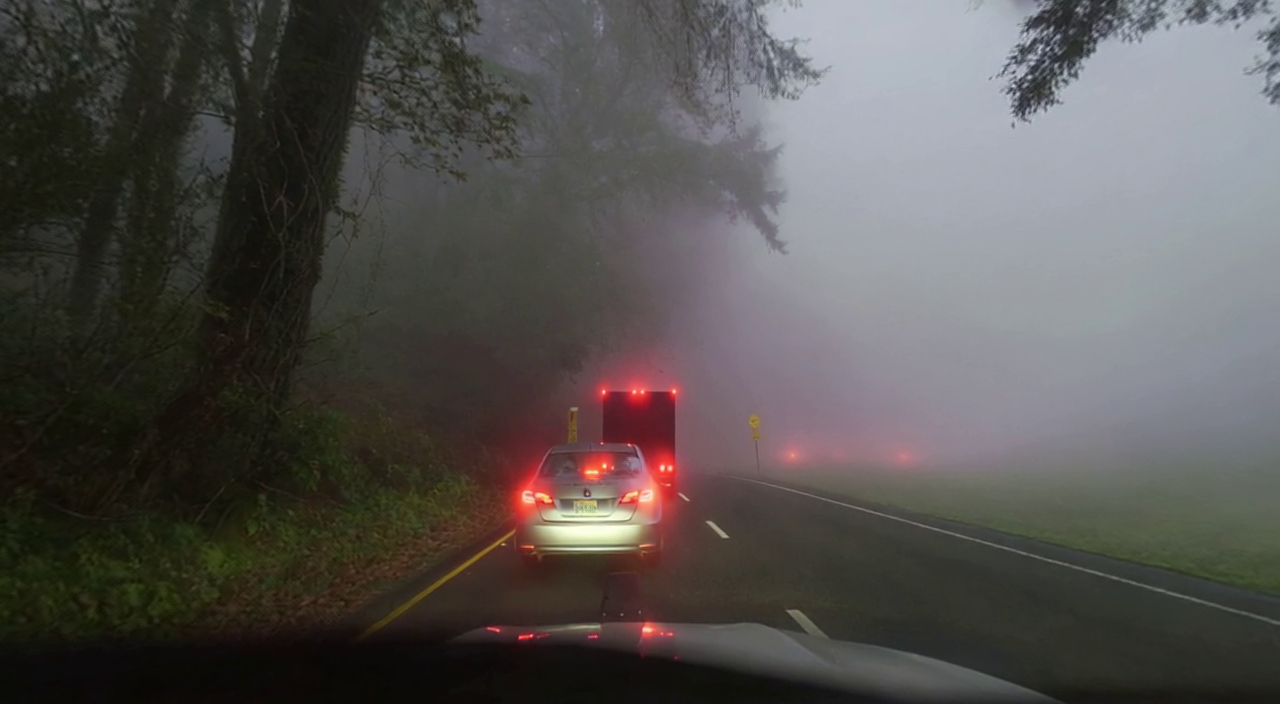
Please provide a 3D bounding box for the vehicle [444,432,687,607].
[{"bbox_3d":[-0.633,1.751,7.510,2.076,1.490,4.078,0,-9,0],"label":"vehicle"}]
